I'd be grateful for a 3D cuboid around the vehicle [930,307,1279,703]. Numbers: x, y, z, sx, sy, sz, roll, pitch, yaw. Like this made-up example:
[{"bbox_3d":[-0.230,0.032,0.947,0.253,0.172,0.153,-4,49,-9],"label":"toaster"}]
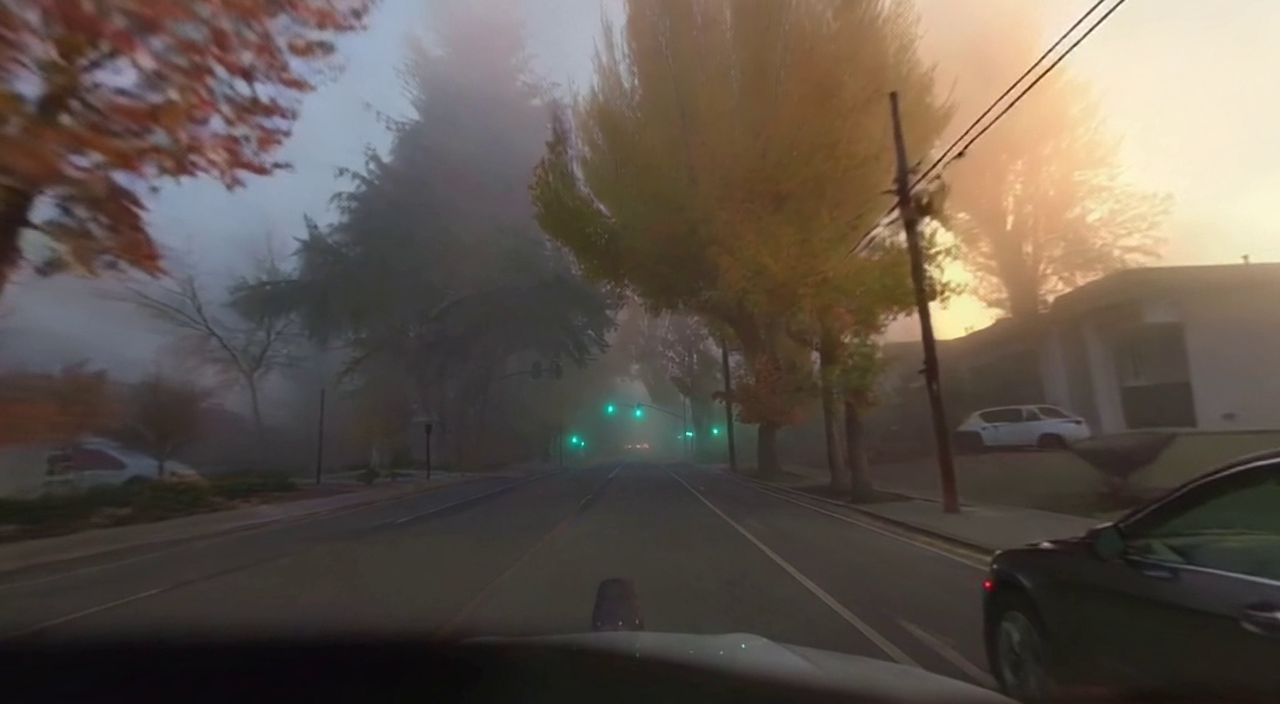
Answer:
[{"bbox_3d":[3.052,0.729,1.673,2.224,1.791,4.834,0,-9,0],"label":"vehicle"}]
